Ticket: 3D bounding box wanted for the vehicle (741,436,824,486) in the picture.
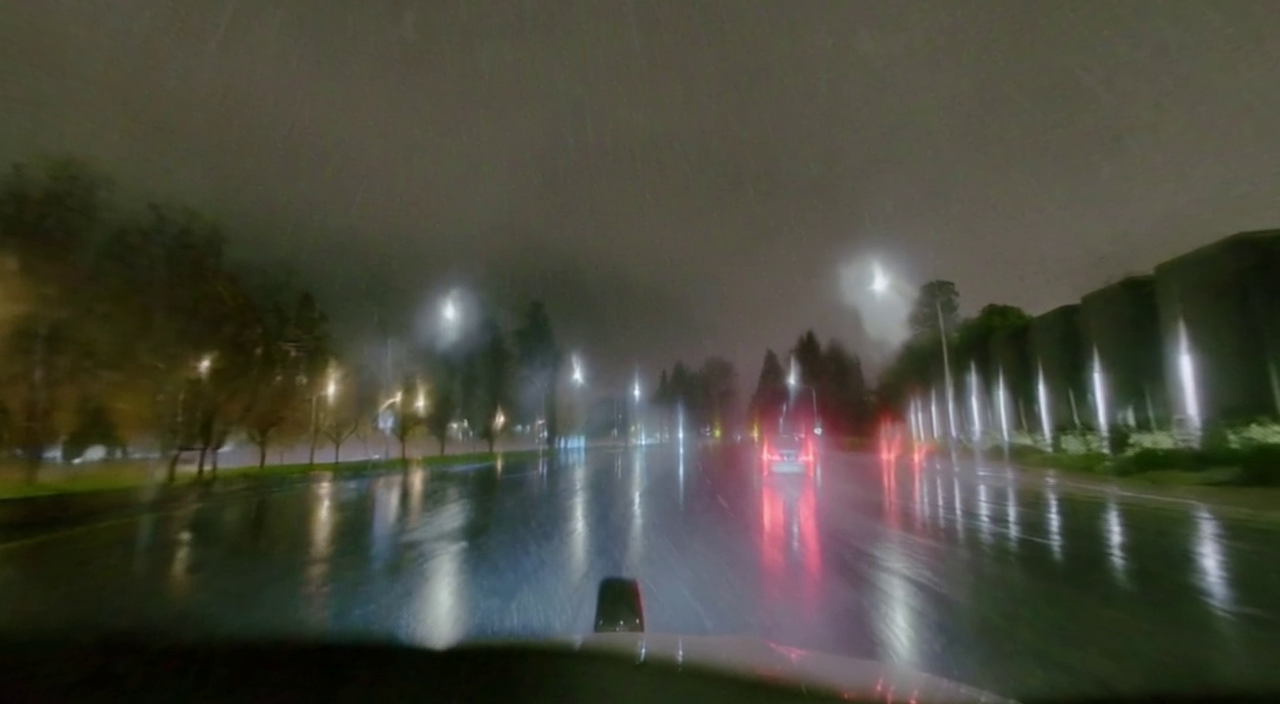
[{"bbox_3d":[4.595,3.576,21.058,1.928,1.481,4.453,0,-9,3],"label":"vehicle"}]
